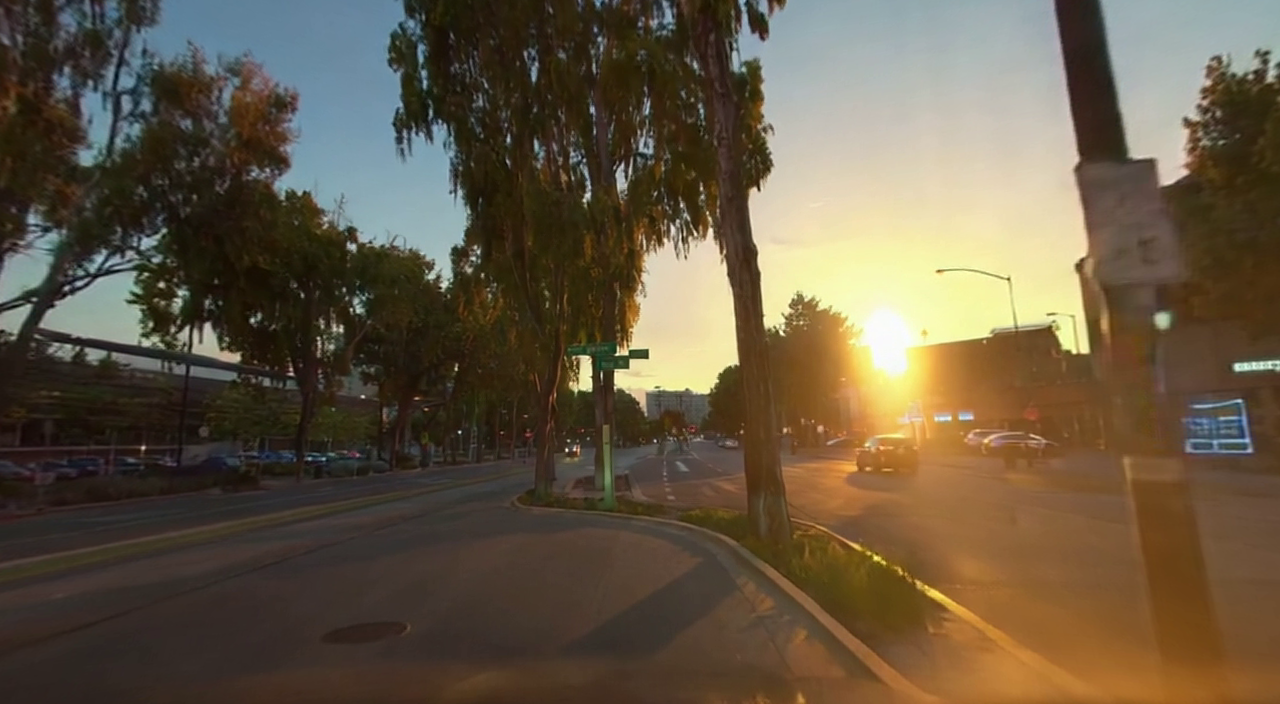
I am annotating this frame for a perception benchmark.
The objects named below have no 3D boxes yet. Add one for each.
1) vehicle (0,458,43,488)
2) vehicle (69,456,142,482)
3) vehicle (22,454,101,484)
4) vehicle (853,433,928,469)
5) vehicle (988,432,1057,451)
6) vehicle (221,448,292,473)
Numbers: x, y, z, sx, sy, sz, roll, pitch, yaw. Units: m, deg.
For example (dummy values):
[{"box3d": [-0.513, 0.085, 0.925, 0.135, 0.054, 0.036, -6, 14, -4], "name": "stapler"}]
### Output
[{"box3d": [-35.186, 6.679, 35.001, 4.157, 1.458, 2.130, -6, -10, 35], "name": "vehicle"}, {"box3d": [-34.672, 7.562, 40.977, 4.416, 1.541, 2.102, -5, -10, 30], "name": "vehicle"}, {"box3d": [-34.096, 6.845, 37.169, 5.124, 1.541, 2.121, -6, -10, 33], "name": "vehicle"}, {"box3d": [12.577, 5.001, 32.071, 2.100, 1.638, 4.545, 0, -8, 2], "name": "vehicle"}, {"box3d": [28.055, 6.584, 46.393, 3.839, 1.386, 1.816, -1, -8, 6], "name": "vehicle"}, {"box3d": [-28.369, 7.954, 46.715, 5.483, 1.719, 2.112, -5, -10, 31], "name": "vehicle"}]
